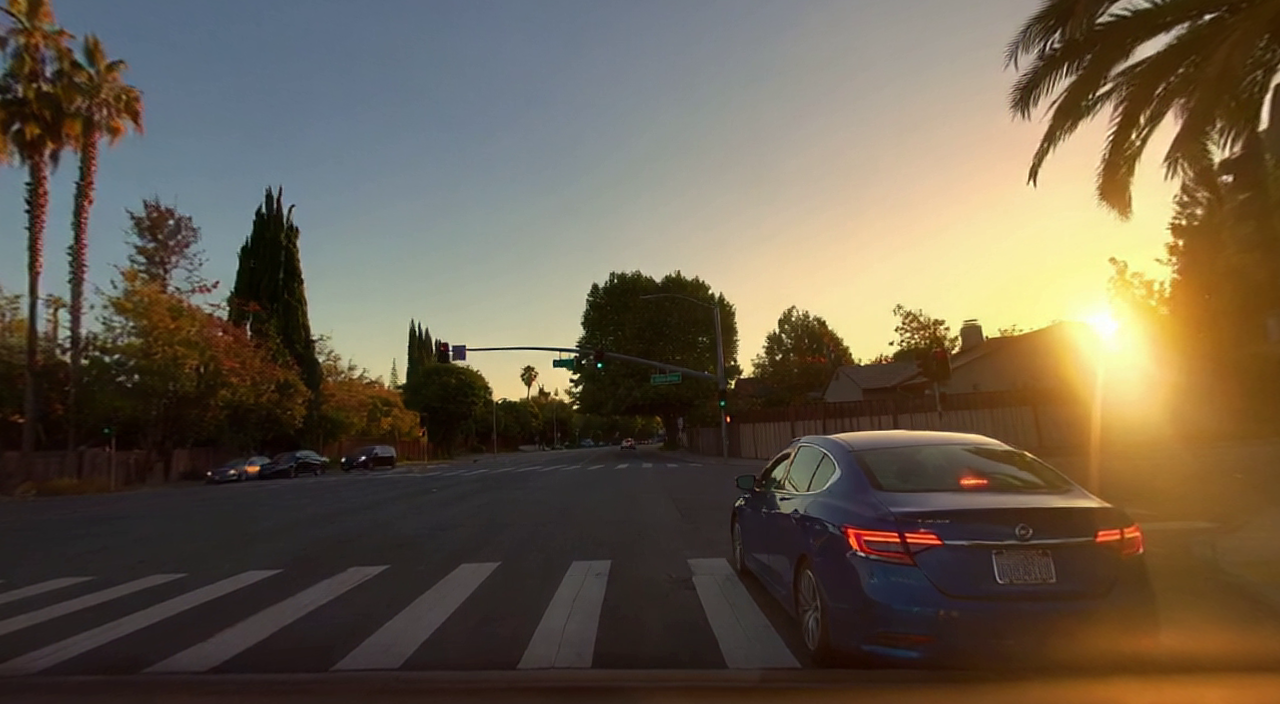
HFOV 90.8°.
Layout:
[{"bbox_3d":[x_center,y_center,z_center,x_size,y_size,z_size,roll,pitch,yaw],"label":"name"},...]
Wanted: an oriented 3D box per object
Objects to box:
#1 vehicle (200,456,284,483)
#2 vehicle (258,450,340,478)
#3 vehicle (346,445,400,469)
[{"bbox_3d":[-24.123,7.123,38.544,2.019,1.427,4.630,0,-9,2],"label":"vehicle"},{"bbox_3d":[-20.040,6.568,37.442,2.084,1.528,4.778,0,-9,1],"label":"vehicle"},{"bbox_3d":[-19.874,7.832,47.193,1.929,1.644,4.763,0,-9,0],"label":"vehicle"}]
